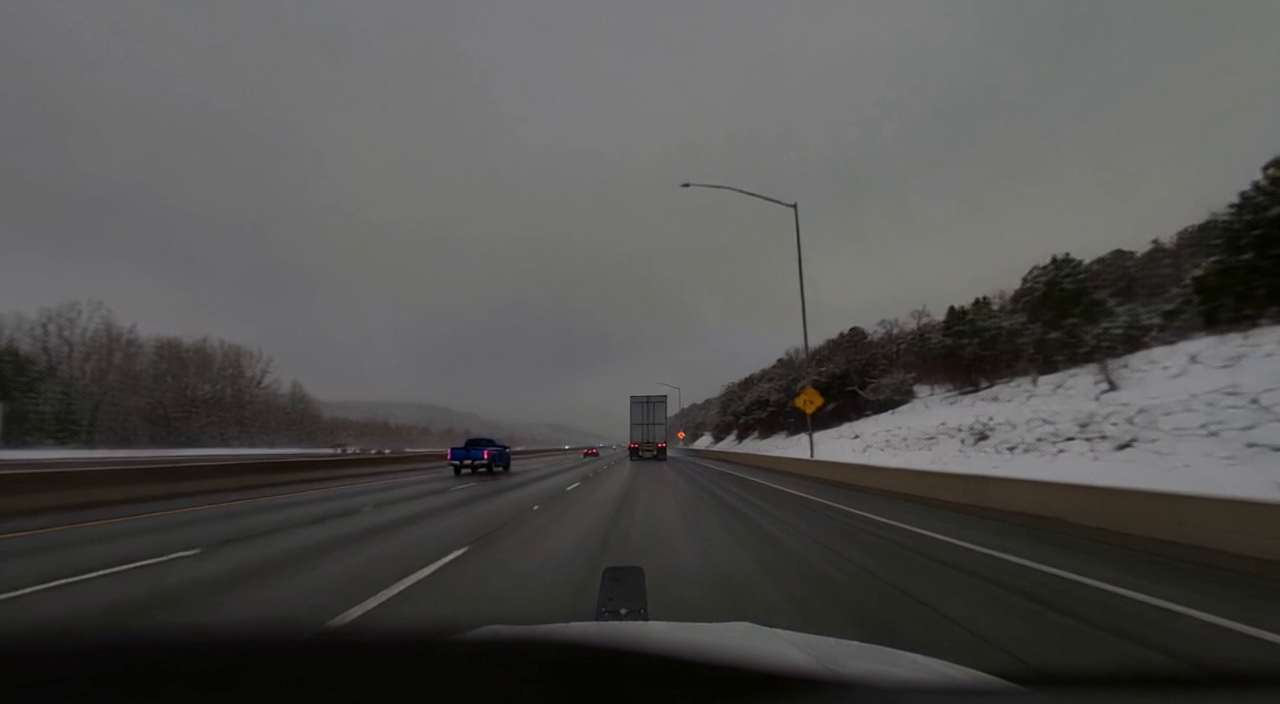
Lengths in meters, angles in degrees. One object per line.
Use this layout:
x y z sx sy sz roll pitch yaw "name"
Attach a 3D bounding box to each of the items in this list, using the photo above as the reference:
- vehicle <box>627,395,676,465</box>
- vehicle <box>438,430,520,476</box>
0.841 5.865 46.176 2.951 4.229 15.519 0 -8 1 "vehicle"
-7.048 4.477 28.308 2.113 1.837 5.339 0 -8 1 "vehicle"
